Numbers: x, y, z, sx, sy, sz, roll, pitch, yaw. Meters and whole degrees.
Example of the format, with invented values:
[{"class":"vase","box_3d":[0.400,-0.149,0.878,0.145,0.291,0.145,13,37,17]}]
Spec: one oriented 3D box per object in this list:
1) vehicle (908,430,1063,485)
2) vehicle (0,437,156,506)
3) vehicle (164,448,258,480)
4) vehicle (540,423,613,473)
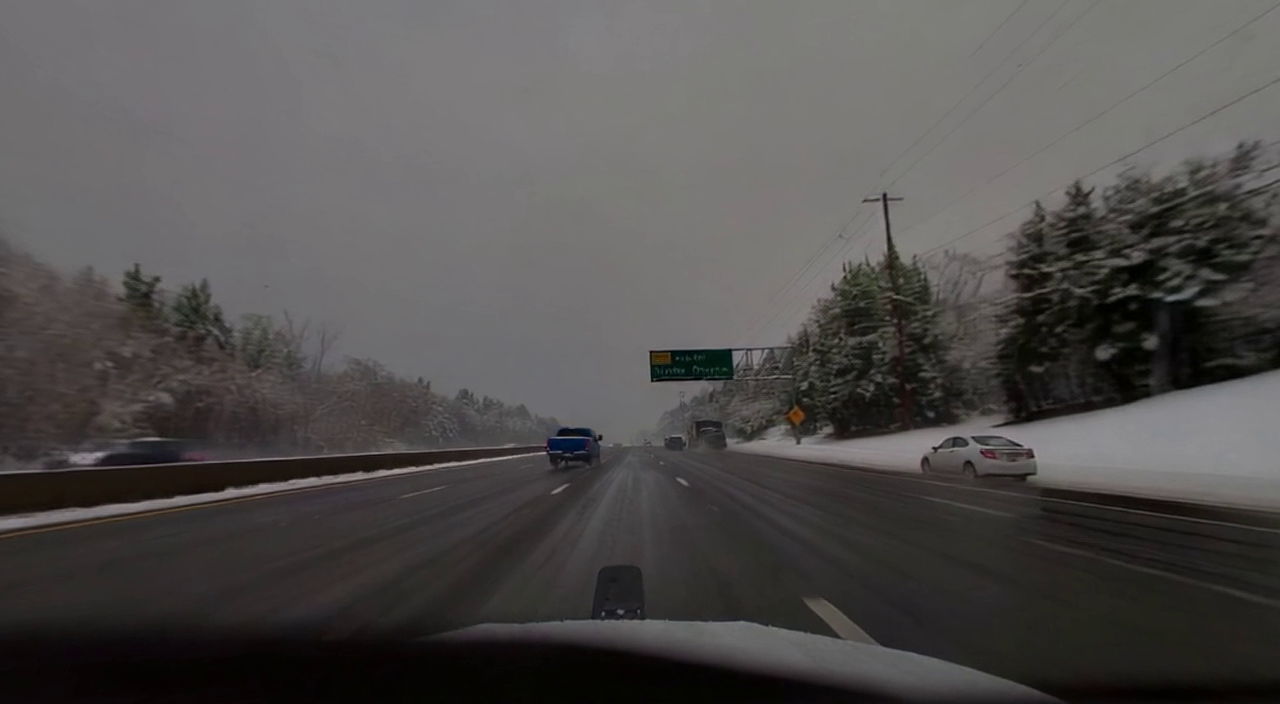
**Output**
[{"class":"vehicle","box_3d":[10.344,3.187,19.381,2.076,1.470,4.644,0,-8,-1]},{"class":"vehicle","box_3d":[-17.888,3.507,19.012,2.245,1.774,5.296,0,-8,1]},{"class":"vehicle","box_3d":[-23.839,6.209,35.239,1.997,1.671,4.543,0,-8,1]},{"class":"vehicle","box_3d":[-2.721,4.391,28.848,2.508,2.023,6.176,0,-8,2]}]
